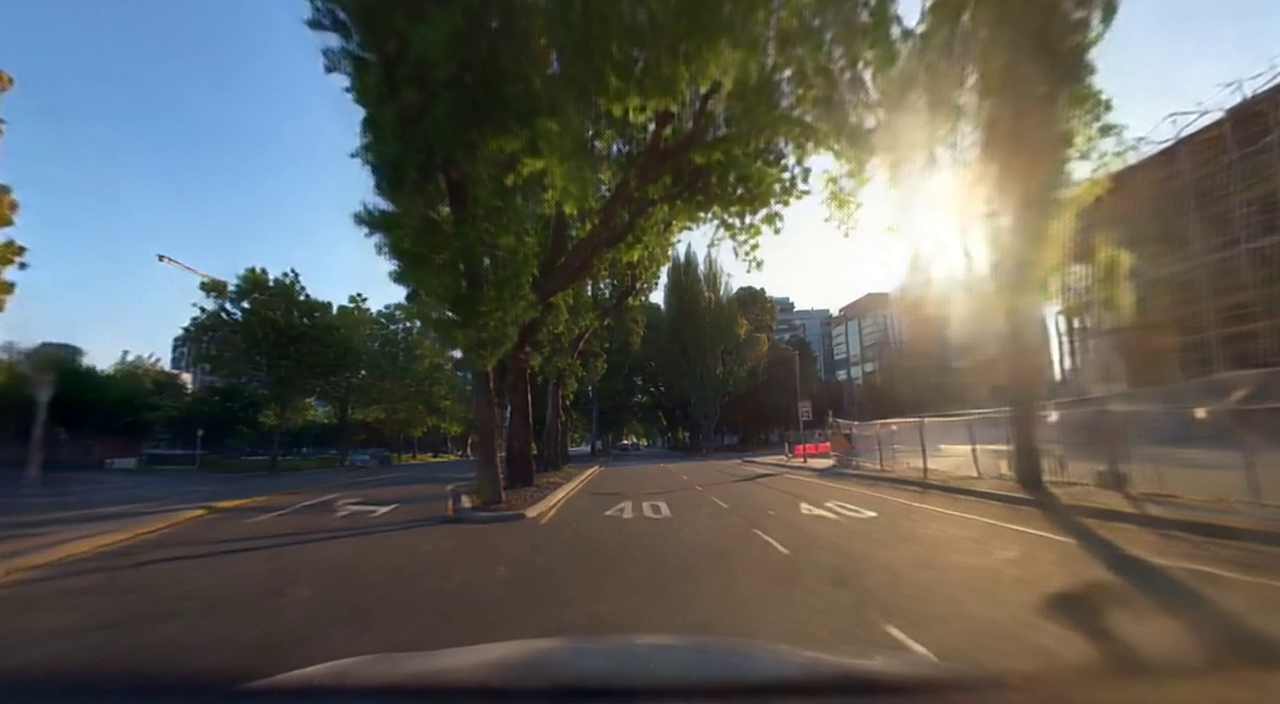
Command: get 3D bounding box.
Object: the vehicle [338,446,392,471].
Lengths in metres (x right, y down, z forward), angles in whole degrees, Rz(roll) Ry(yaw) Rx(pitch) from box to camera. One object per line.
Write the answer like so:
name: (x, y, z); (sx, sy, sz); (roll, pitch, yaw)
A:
vehicle: (-18.568, 7.199, 42.876); (1.877, 1.557, 4.423); (0, -8, -3)
